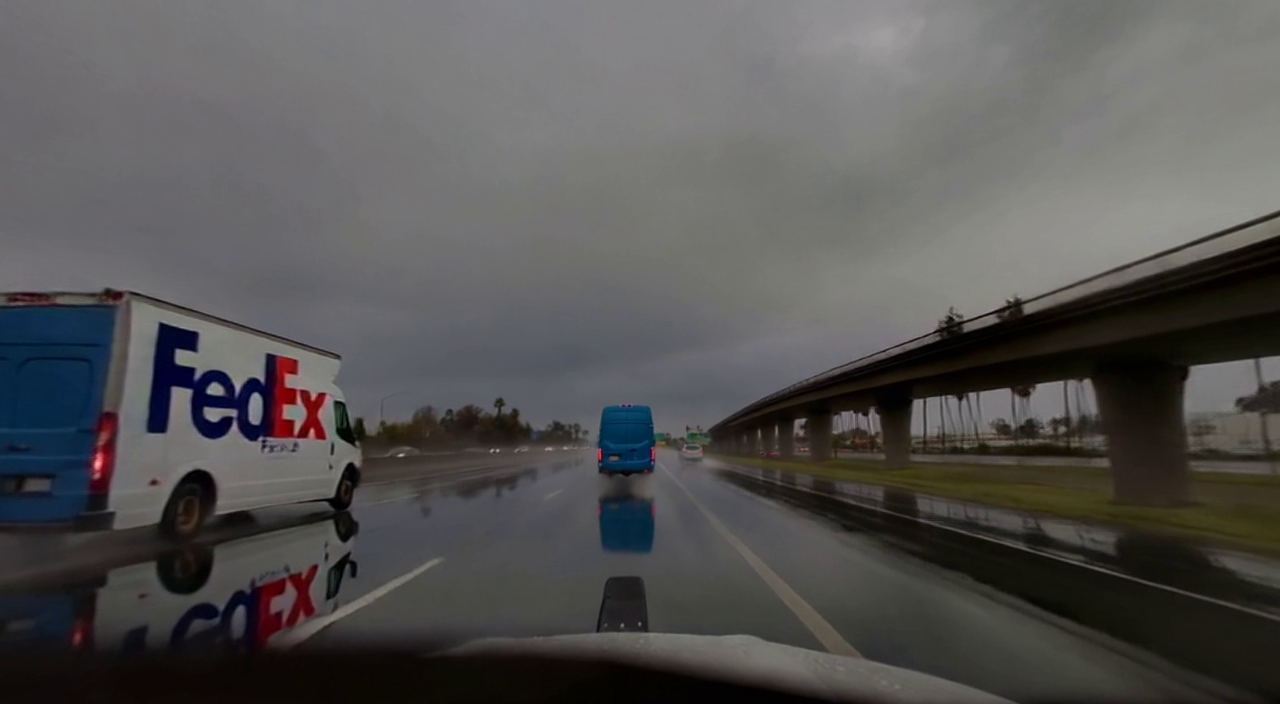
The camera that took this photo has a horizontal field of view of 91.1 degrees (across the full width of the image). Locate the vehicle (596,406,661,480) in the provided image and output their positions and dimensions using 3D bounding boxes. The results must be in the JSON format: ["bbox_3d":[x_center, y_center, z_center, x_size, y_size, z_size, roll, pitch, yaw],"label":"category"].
[{"bbox_3d":[-0.382,3.886,26.724,2.476,2.776,5.598,0,-8,1],"label":"vehicle"}]

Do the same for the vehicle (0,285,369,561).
[{"bbox_3d":[-7.703,1.345,10.814,2.965,3.178,7.188,-1,-9,-1],"label":"vehicle"}]

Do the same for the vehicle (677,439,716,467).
[{"bbox_3d":[3.456,6.298,39.195,1.987,1.648,3.984,0,-8,-1],"label":"vehicle"}]
